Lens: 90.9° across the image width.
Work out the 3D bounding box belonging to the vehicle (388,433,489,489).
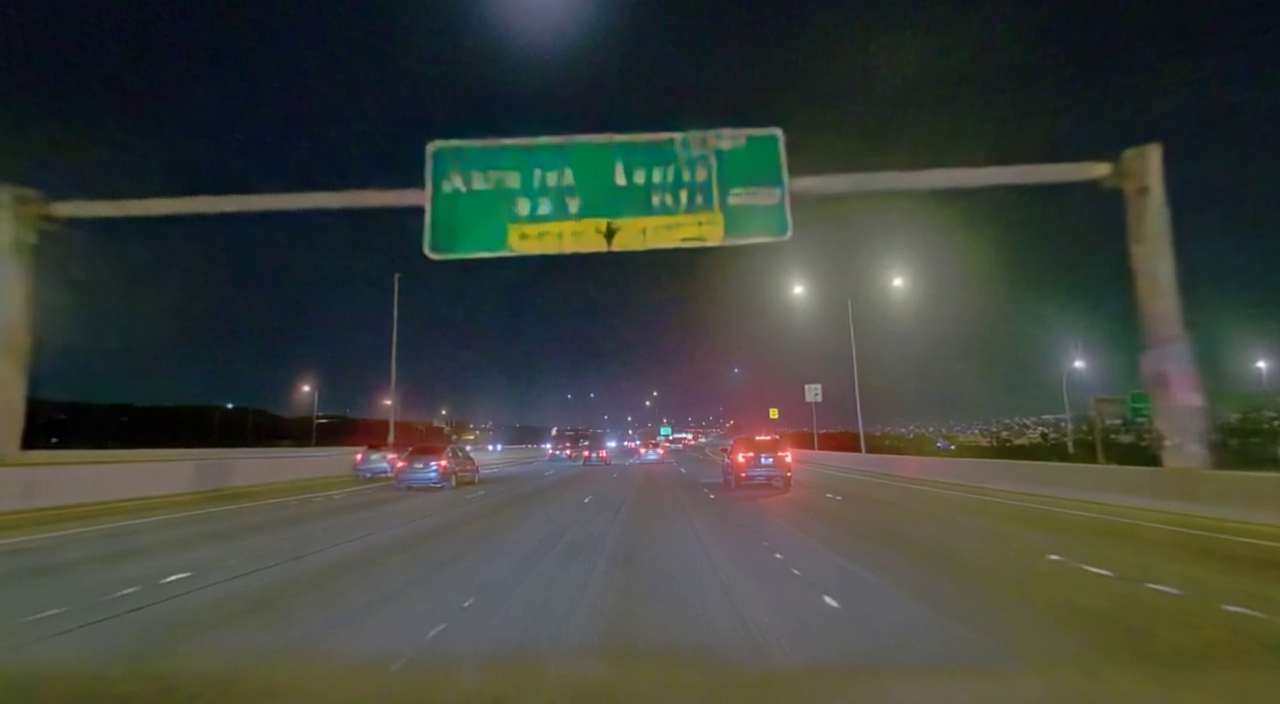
[{"bbox_3d":[-6.579,3.596,21.117,1.946,1.688,4.019,0,-8,1],"label":"vehicle"}]

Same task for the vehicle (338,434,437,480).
[{"bbox_3d":[-11.298,4.734,28.765,2.292,1.848,5.285,0,-8,1],"label":"vehicle"}]

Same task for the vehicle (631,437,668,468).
[{"bbox_3d":[0.599,6.090,38.296,2.133,1.739,3.925,0,-8,1],"label":"vehicle"}]

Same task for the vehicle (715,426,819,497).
[{"bbox_3d":[3.573,3.195,18.736,2.083,1.823,4.627,0,-8,-1],"label":"vehicle"}]

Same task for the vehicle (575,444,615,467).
[{"bbox_3d":[-2.886,6.811,41.605,2.205,1.406,4.286,0,-8,2],"label":"vehicle"}]

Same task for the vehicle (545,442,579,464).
[{"bbox_3d":[-5.971,7.750,48.646,1.992,1.604,3.966,0,-8,1],"label":"vehicle"}]
